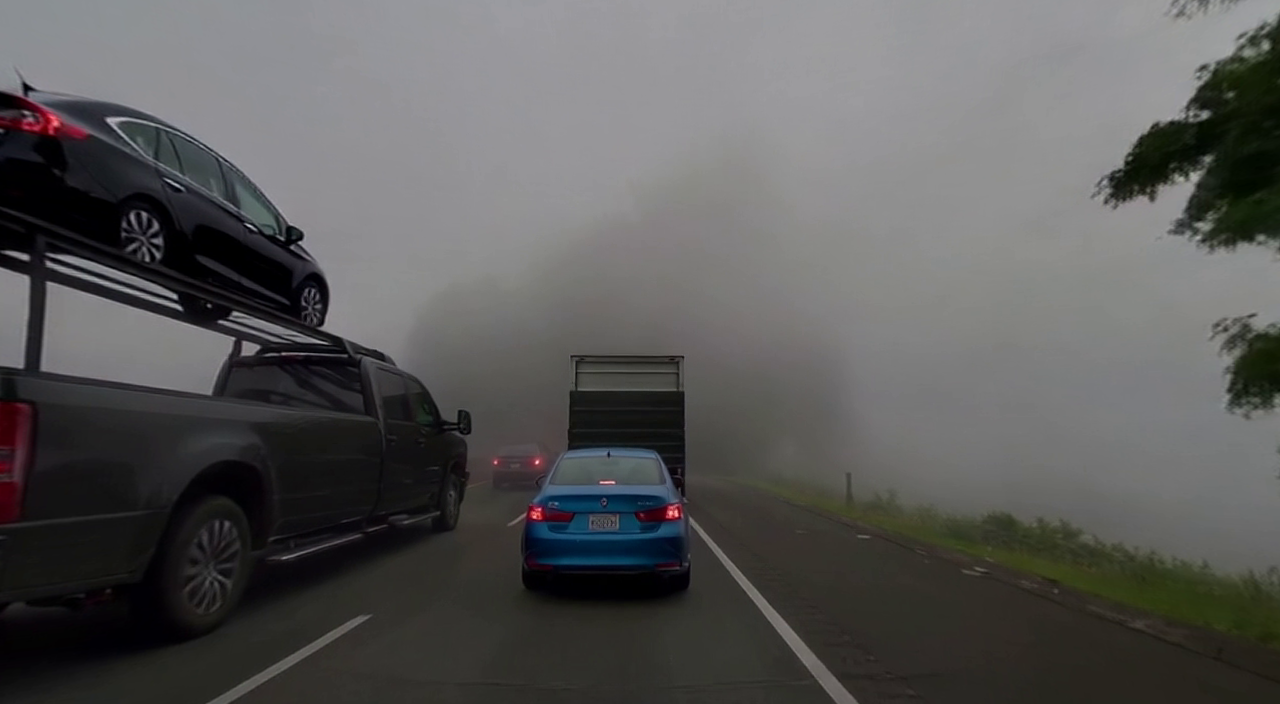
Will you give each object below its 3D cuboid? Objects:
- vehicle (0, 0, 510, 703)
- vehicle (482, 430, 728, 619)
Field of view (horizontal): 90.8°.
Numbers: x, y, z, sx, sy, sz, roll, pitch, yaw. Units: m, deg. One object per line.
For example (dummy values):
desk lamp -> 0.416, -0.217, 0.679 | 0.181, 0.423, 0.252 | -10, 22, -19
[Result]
vehicle -> -4.622, 0.565, 8.234 | 2.836, 4.059, 14.286 | 0, -9, 0
vehicle -> -0.302, 1.669, 6.890 | 1.991, 1.507, 3.391 | 0, -9, -1
